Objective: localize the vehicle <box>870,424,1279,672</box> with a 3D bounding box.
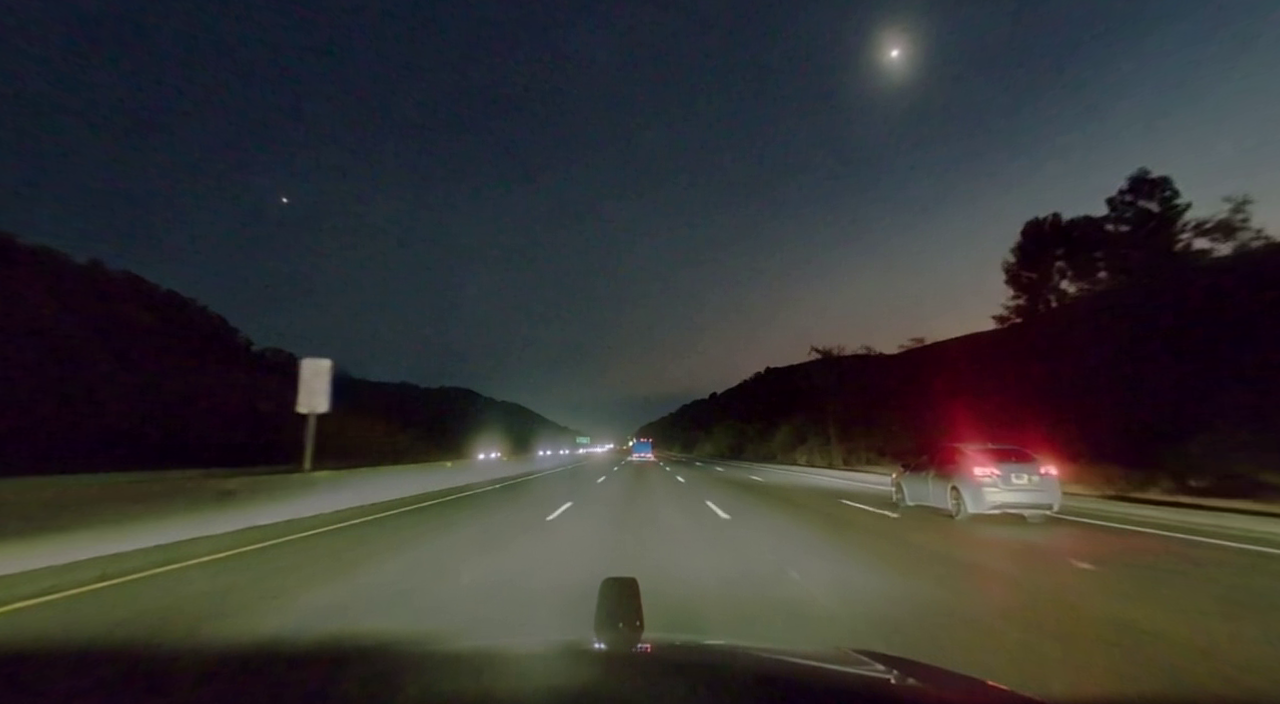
[{"bbox_3d":[4.015,1.527,6.027,1.976,1.495,4.217,0,-9,0],"label":"vehicle"}]
